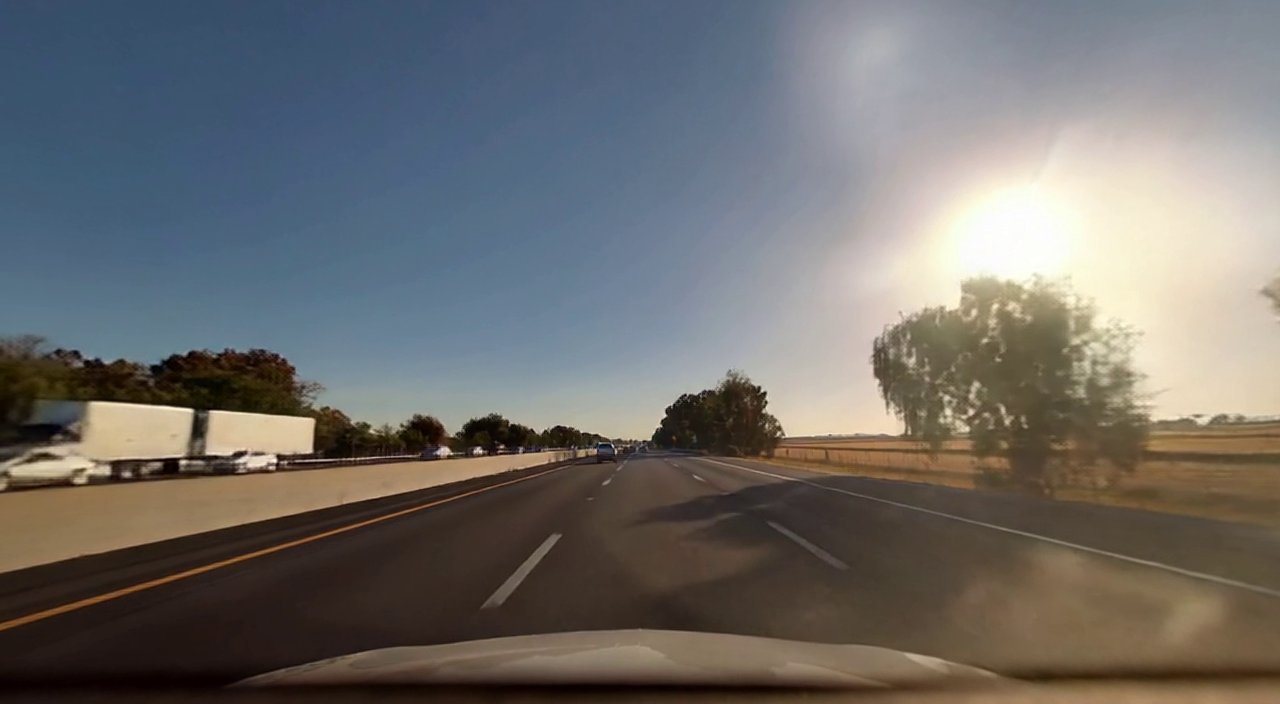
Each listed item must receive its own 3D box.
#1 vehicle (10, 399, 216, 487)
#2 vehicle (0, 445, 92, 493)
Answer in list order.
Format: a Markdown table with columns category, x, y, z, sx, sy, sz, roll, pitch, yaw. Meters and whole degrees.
| category | x | y | z | sx | sy | sz | roll | pitch | yaw |
| --- | --- | --- | --- | --- | --- | --- | --- | --- | --- |
| vehicle | -28.567 | 5.081 | 35.105 | 3.036 | 4.207 | 9.501 | 0 | -9 | 1 |
| vehicle | -24.506 | 4.508 | 24.531 | 1.969 | 1.731 | 4.753 | 0 | -9 | 1 |
